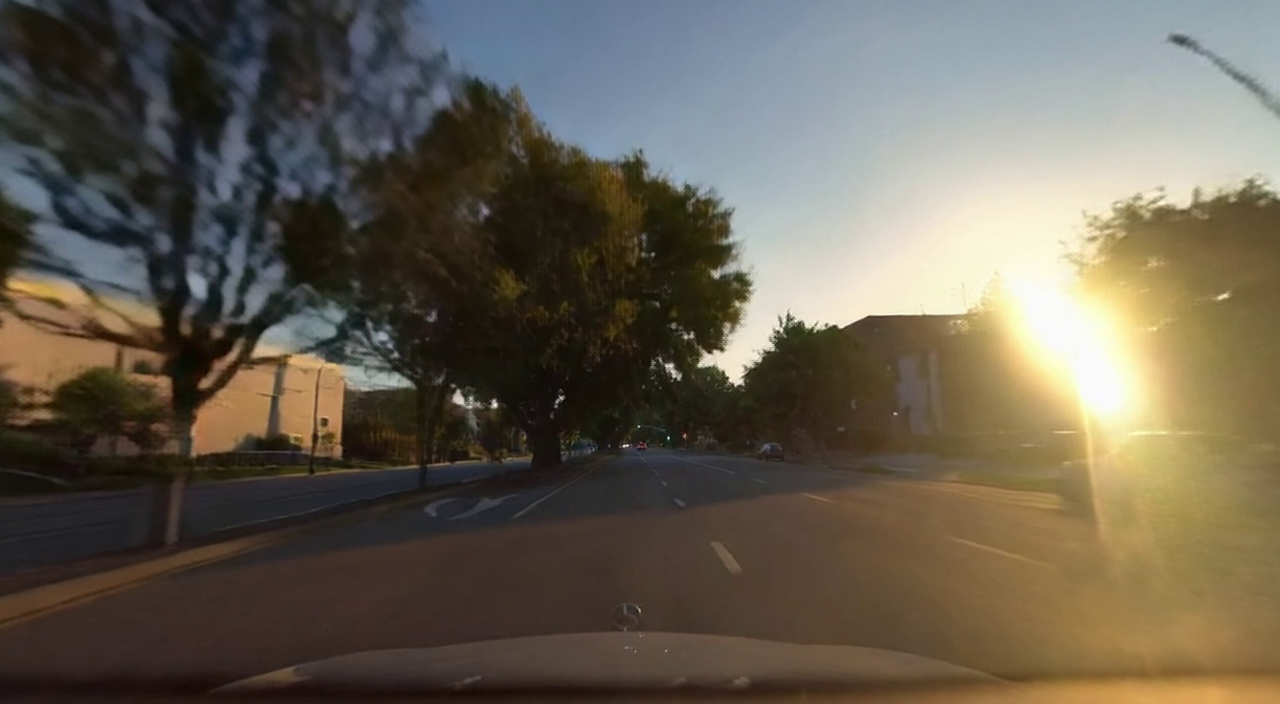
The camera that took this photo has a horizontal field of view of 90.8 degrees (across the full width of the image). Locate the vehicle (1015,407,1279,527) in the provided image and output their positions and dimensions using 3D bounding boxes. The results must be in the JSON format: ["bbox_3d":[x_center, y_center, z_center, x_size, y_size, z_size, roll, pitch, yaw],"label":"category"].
[{"bbox_3d":[9.957,2.157,12.349,2.092,1.848,4.879,0,-9,-2],"label":"vehicle"}]

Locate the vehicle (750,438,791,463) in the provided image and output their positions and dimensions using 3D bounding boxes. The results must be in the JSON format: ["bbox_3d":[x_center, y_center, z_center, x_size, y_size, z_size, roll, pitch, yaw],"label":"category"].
[{"bbox_3d":[9.595,7.274,46.686,2.044,1.705,4.668,0,-8,1],"label":"vehicle"}]
